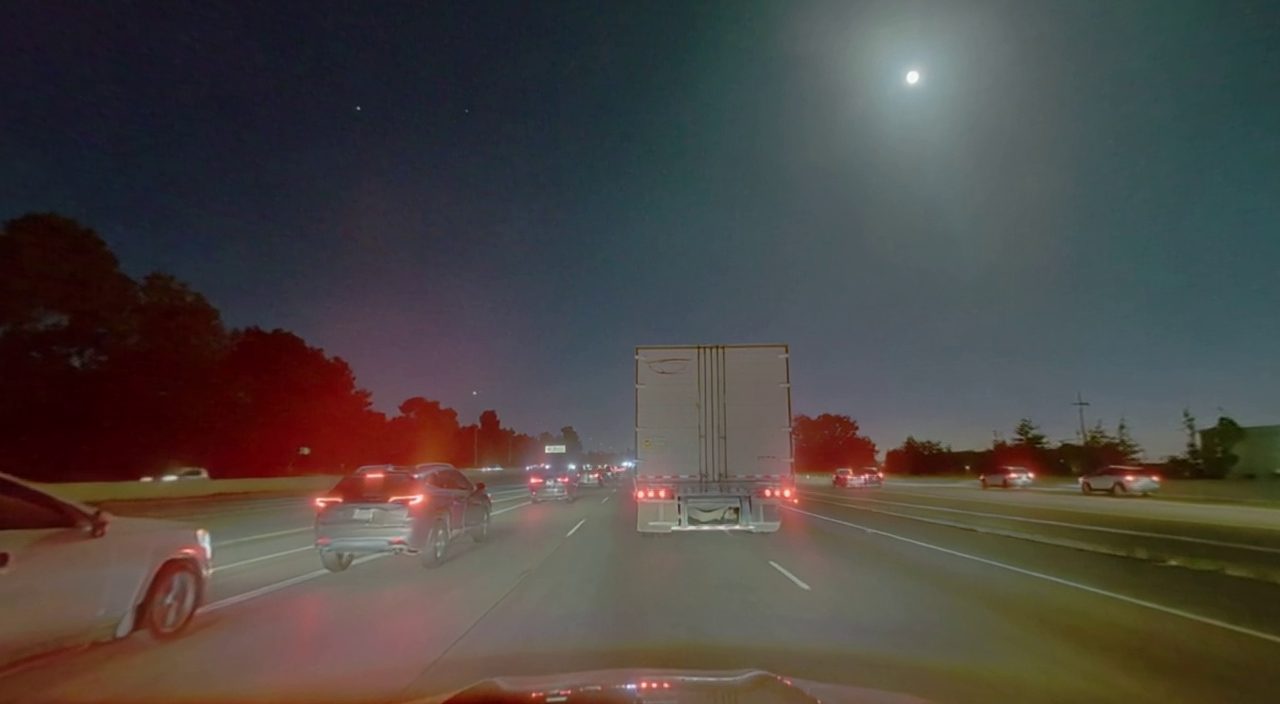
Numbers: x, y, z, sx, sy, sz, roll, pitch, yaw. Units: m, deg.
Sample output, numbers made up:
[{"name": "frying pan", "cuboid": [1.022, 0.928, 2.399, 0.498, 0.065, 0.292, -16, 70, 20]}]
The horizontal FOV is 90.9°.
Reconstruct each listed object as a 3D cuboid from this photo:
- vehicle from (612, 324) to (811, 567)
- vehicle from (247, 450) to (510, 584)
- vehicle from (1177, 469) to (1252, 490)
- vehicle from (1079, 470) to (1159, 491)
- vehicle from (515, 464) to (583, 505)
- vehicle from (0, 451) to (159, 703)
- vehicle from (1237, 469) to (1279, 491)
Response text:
[{"name": "vehicle", "cuboid": [1.103, 2.113, 13.595, 2.831, 3.529, 8.689, 0, -11, 1]}, {"name": "vehicle", "cuboid": [-3.537, 2.358, 9.729, 1.983, 1.509, 4.679, 1, -11, 1]}, {"name": "vehicle", "cuboid": [42.980, 9.565, 47.151, 3.974, 1.485, 1.709, 1, -11, -4]}, {"name": "vehicle", "cuboid": [35.750, 9.576, 47.131, 4.299, 1.465, 1.807, -1, -11, 7]}, {"name": "vehicle", "cuboid": [-3.589, 5.336, 25.632, 1.964, 1.482, 4.371, 0, -11, 1]}, {"name": "vehicle", "cuboid": [-4.236, 0.948, 1.829, 2.043, 1.391, 4.515, 0, -11, 1]}, {"name": "vehicle", "cuboid": [48.913, 9.849, 48.561, 4.681, 1.572, 1.862, 3, -11, -15]}]
